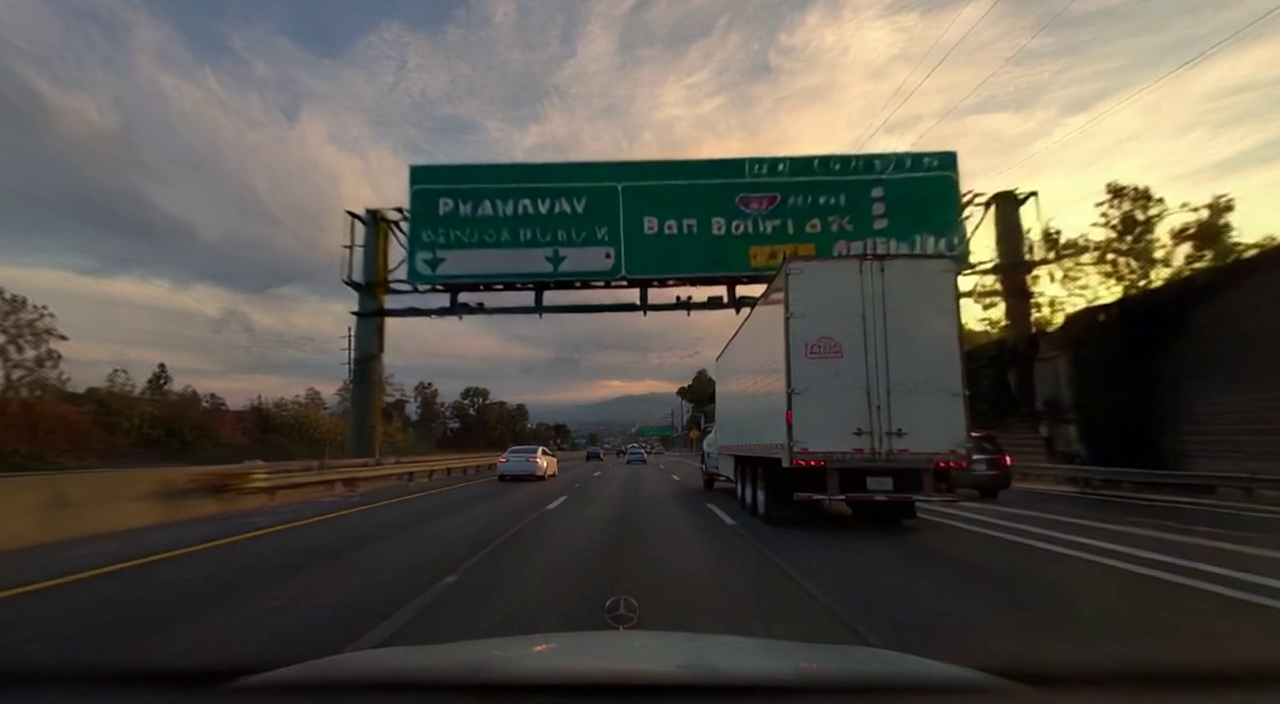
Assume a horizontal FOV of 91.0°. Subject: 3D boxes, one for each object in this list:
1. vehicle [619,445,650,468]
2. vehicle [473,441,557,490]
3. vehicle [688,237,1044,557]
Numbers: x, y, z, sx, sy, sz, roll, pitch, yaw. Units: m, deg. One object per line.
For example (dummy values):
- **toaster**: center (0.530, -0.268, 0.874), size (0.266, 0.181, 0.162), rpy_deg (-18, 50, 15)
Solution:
- **vehicle**: center (-0.322, 7.215, 43.634), size (2.047, 1.485, 3.938), rpy_deg (0, -8, 1)
- **vehicle**: center (-4.157, 3.825, 21.581), size (1.968, 1.507, 3.829), rpy_deg (0, -8, 2)
- **vehicle**: center (3.442, 1.675, 16.112), size (2.907, 4.109, 16.177), rpy_deg (0, -8, -1)
